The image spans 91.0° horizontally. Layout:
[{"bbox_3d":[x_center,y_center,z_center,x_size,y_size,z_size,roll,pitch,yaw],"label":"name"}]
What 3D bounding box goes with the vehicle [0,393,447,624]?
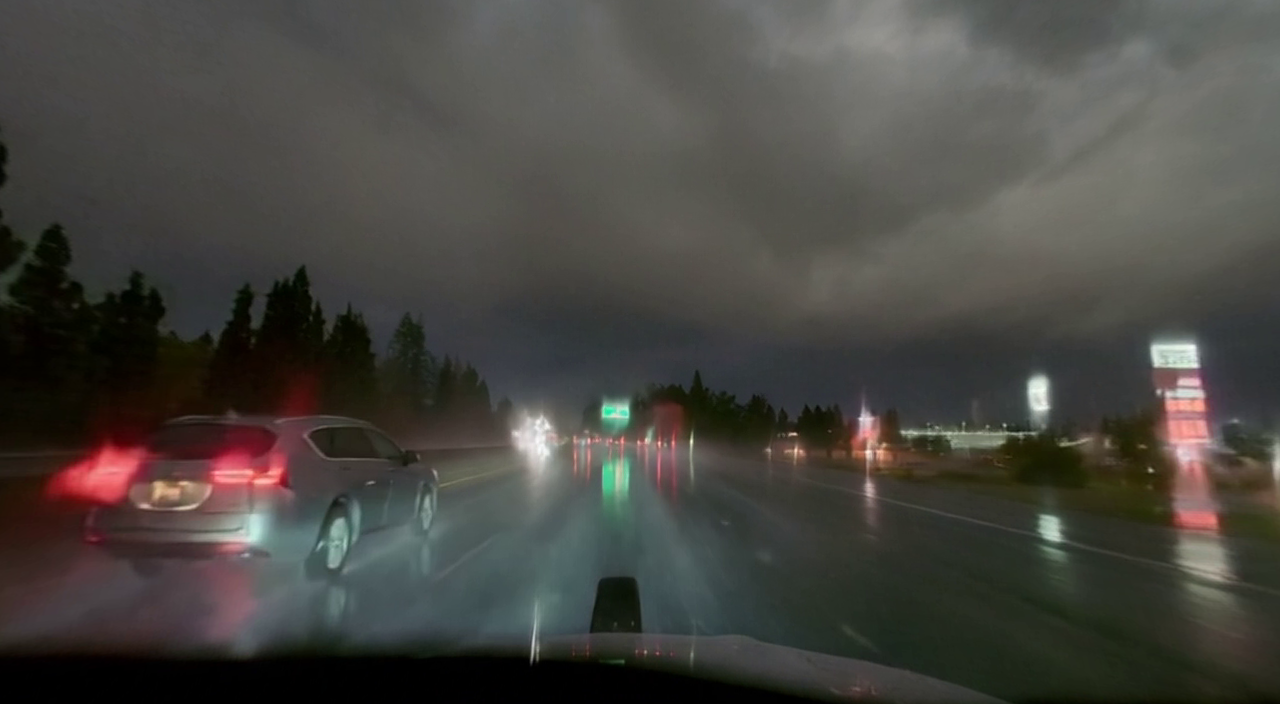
[{"bbox_3d":[-3.776,1.441,6.769,2.074,1.652,4.273,0,-8,-1],"label":"vehicle"}]
